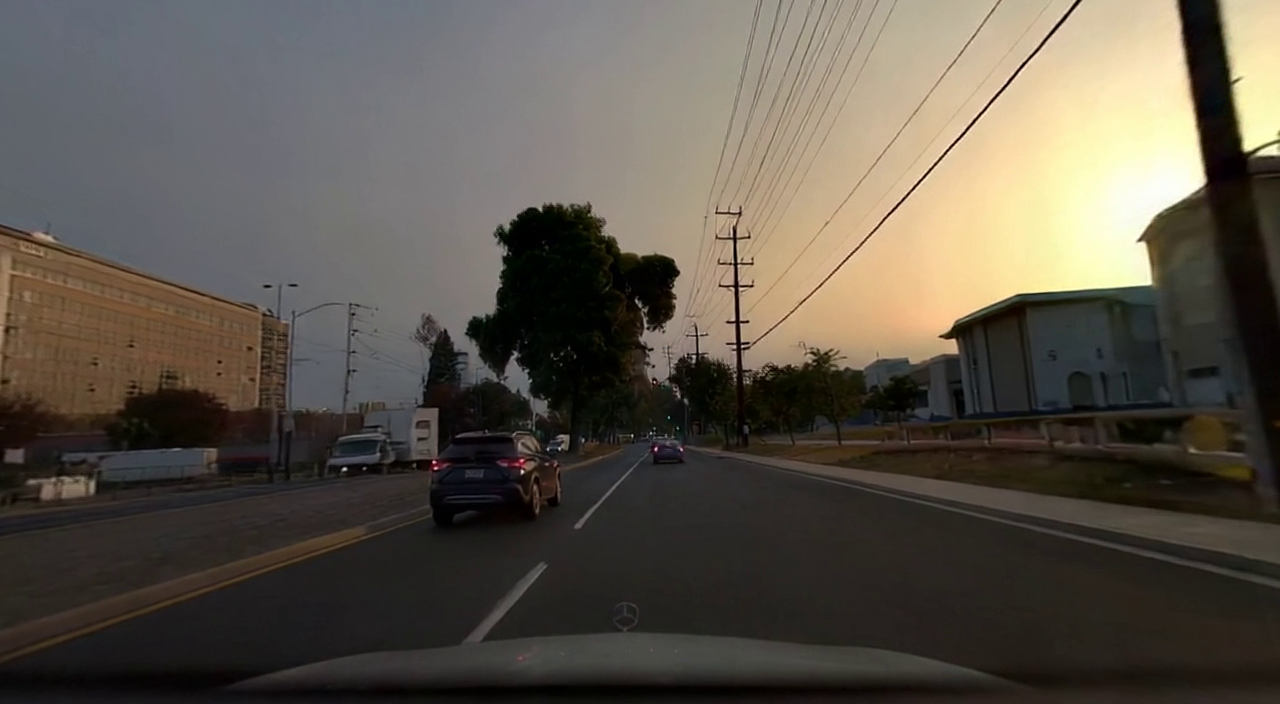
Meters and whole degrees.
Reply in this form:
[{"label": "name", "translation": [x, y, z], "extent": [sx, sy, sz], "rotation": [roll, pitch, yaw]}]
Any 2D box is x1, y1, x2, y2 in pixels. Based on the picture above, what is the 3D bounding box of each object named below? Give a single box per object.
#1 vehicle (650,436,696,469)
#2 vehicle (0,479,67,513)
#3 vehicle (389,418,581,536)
[{"label": "vehicle", "translation": [1.589, 4.984, 31.367], "extent": [2.114, 1.492, 4.453], "rotation": [-1, -8, 1]}, {"label": "vehicle", "translation": [-38.089, 8.814, 38.367], "extent": [4.458, 1.674, 2.034], "rotation": [-3, -4, 2]}, {"label": "vehicle", "translation": [-2.486, 2.159, 11.567], "extent": [2.169, 1.679, 4.723], "rotation": [-1, -8, 2]}]
